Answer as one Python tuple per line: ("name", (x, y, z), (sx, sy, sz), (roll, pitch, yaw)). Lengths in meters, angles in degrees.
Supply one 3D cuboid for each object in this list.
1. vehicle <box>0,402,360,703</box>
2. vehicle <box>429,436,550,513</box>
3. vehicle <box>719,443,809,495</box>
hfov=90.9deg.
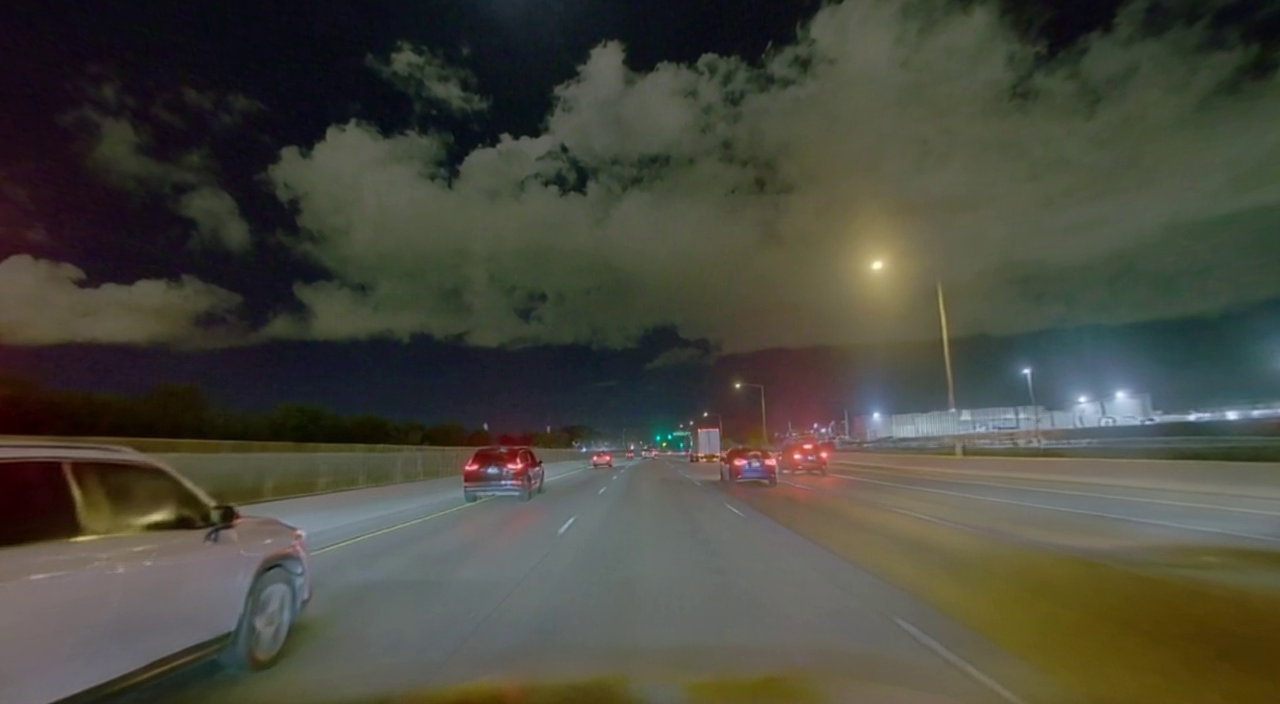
("vehicle", (-3.611, 1.093, 3.212), (2.067, 1.555, 4.851), (-1, -8, 1))
("vehicle", (-3.651, 3.031, 16.182), (2.036, 1.669, 4.112), (-1, -8, 1))
("vehicle", (3.862, 3.714, 20.467), (1.942, 1.453, 4.329), (-1, -8, -1))
